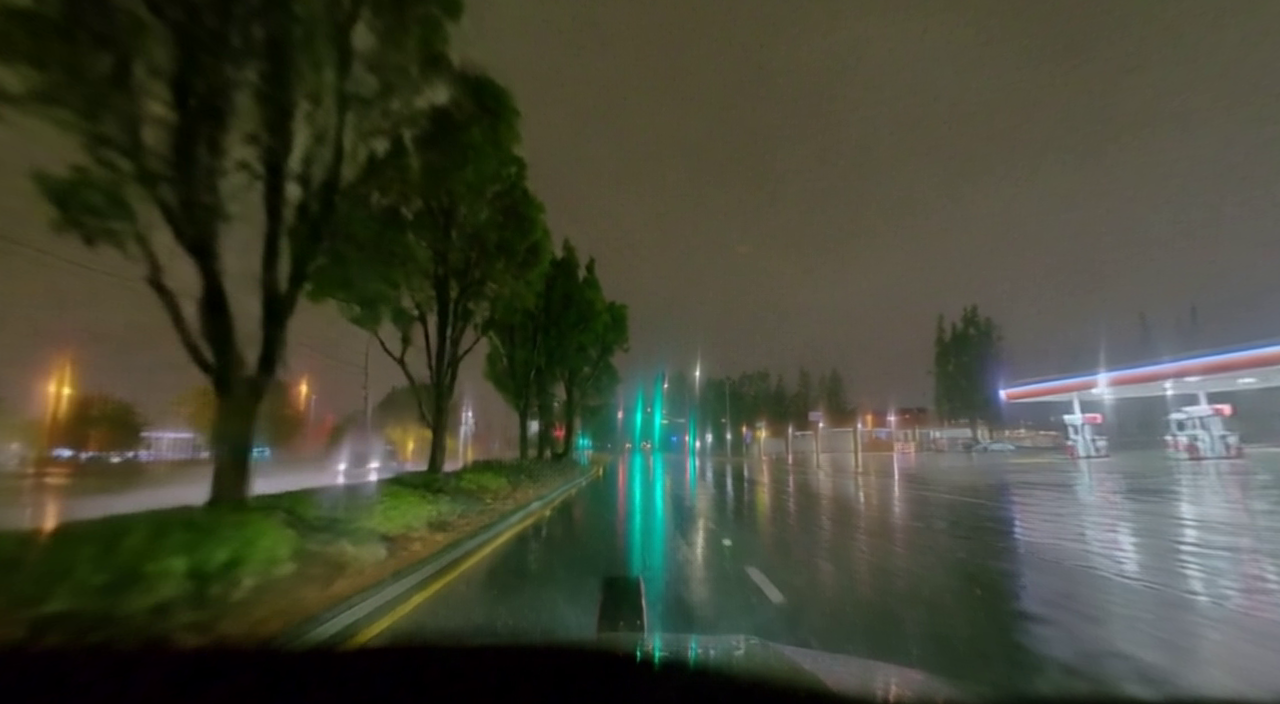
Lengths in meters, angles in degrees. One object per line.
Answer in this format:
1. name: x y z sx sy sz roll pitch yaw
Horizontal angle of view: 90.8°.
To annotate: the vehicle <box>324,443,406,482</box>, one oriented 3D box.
1. vehicle: -12.328 4.942 28.599 1.861 1.616 4.077 0 -9 0
